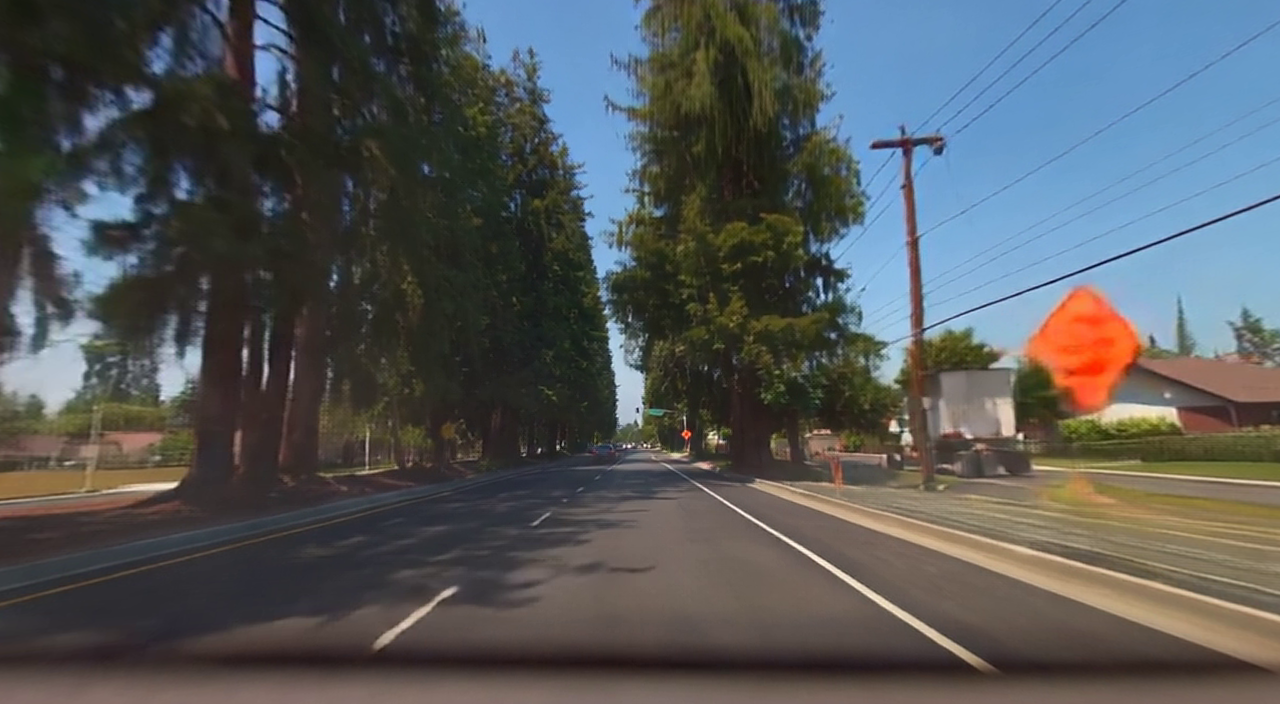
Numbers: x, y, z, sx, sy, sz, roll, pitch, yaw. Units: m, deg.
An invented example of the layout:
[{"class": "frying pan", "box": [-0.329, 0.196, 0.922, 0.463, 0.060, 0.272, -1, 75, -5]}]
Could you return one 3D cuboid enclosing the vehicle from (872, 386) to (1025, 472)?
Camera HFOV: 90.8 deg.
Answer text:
[{"class": "vehicle", "box": [14.719, 3.929, 31.328, 2.889, 3.610, 9.347, 0, -8, 1]}]
